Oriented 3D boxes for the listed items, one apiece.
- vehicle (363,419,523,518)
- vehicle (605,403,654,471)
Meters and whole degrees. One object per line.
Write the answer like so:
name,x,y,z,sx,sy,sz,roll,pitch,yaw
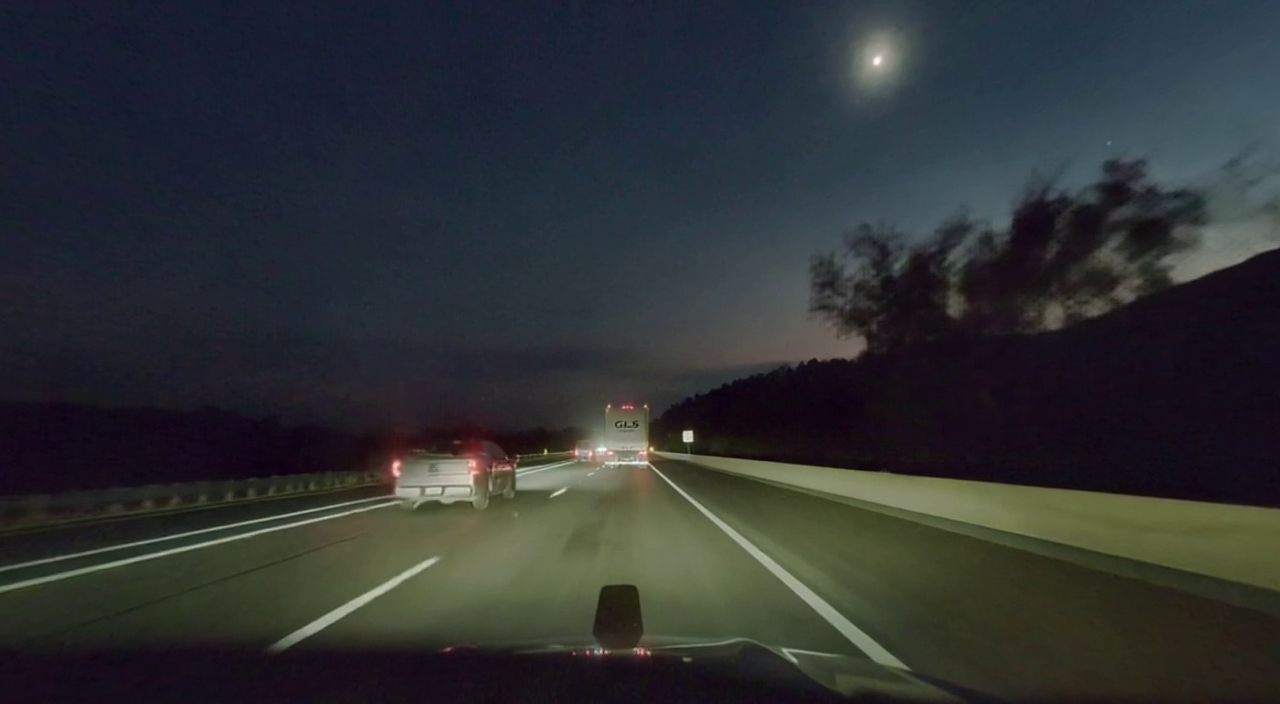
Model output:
vehicle,-4.423,2.733,15.197,2.226,1.935,5.130,0,-9,-1
vehicle,-0.709,5.839,42.467,2.923,4.007,9.760,0,-9,-1
